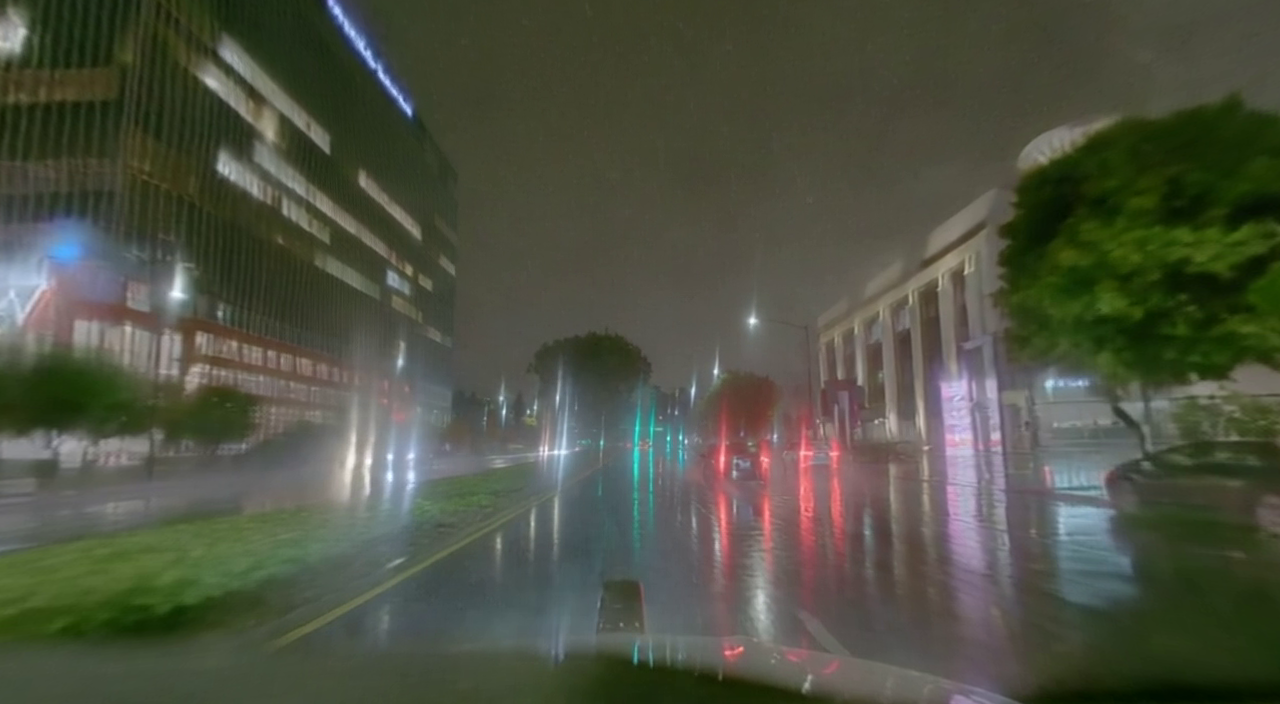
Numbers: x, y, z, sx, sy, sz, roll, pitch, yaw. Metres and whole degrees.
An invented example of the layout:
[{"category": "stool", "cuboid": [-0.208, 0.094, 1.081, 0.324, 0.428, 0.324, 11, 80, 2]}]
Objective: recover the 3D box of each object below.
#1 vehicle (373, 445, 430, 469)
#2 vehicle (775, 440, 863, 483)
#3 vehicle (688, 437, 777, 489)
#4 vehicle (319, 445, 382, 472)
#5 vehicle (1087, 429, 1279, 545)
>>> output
[{"category": "vehicle", "cuboid": [-16.612, 7.302, 44.247, 2.031, 1.607, 4.759, 0, -8, 1]}, {"category": "vehicle", "cuboid": [6.504, 4.019, 23.488, 1.912, 1.411, 4.380, 0, -8, -1]}, {"category": "vehicle", "cuboid": [2.876, 3.576, 20.747, 2.131, 1.491, 4.496, 0, -8, -2]}, {"category": "vehicle", "cuboid": [-19.646, 7.203, 43.122, 2.071, 1.743, 4.749, 0, -8, 0]}, {"category": "vehicle", "cuboid": [9.800, 2.044, 9.904, 1.952, 1.574, 5.052, 0, -8, 1]}]
